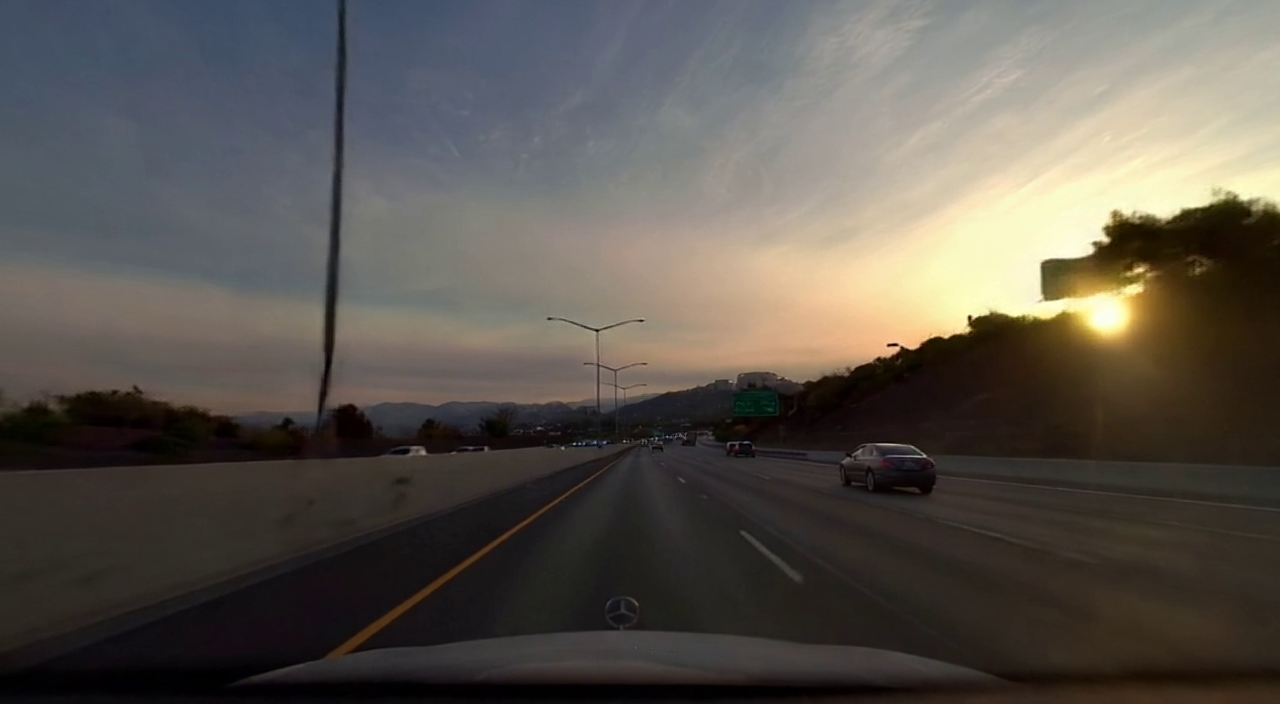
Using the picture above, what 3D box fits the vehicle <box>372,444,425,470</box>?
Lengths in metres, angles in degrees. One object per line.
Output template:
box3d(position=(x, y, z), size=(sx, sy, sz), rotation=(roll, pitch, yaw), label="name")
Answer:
box3d(position=(-17.329, 7.541, 45.561), size=(1.965, 1.742, 4.623), rotation=(0, -8, 1), label="vehicle")

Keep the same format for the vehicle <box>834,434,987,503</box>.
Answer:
box3d(position=(6.876, 3.008, 16.746), size=(1.901, 1.548, 4.684), rotation=(0, -9, -1), label="vehicle")
